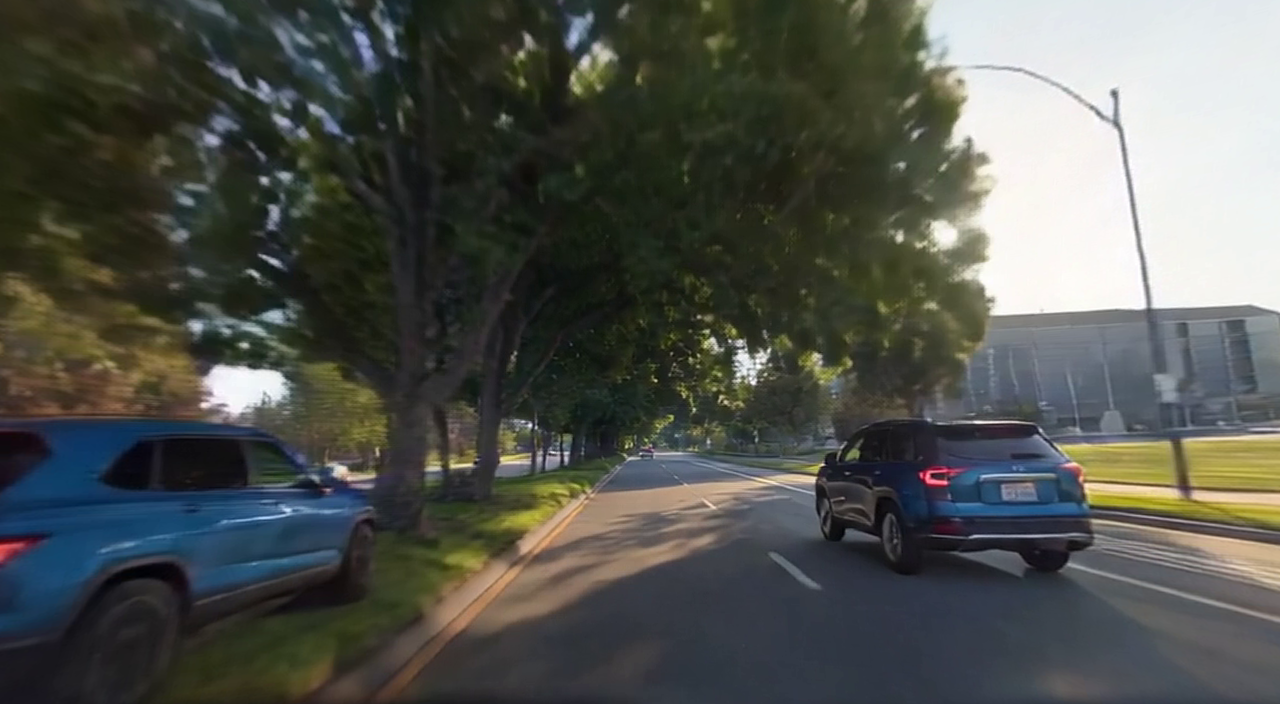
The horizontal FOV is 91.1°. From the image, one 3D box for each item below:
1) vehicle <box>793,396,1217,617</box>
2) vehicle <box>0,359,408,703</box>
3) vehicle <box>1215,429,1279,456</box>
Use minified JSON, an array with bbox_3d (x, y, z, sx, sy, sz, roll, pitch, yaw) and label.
[{"bbox_3d":[3.558,1.610,7.633,2.087,1.759,5.040,0,-8,0],"label":"vehicle"},{"bbox_3d":[-3.406,1.120,4.177,2.025,1.635,4.293,0,-8,1],"label":"vehicle"},{"bbox_3d":[43.098,6.277,43.625,4.164,1.794,2.005,0,-8,1],"label":"vehicle"}]
